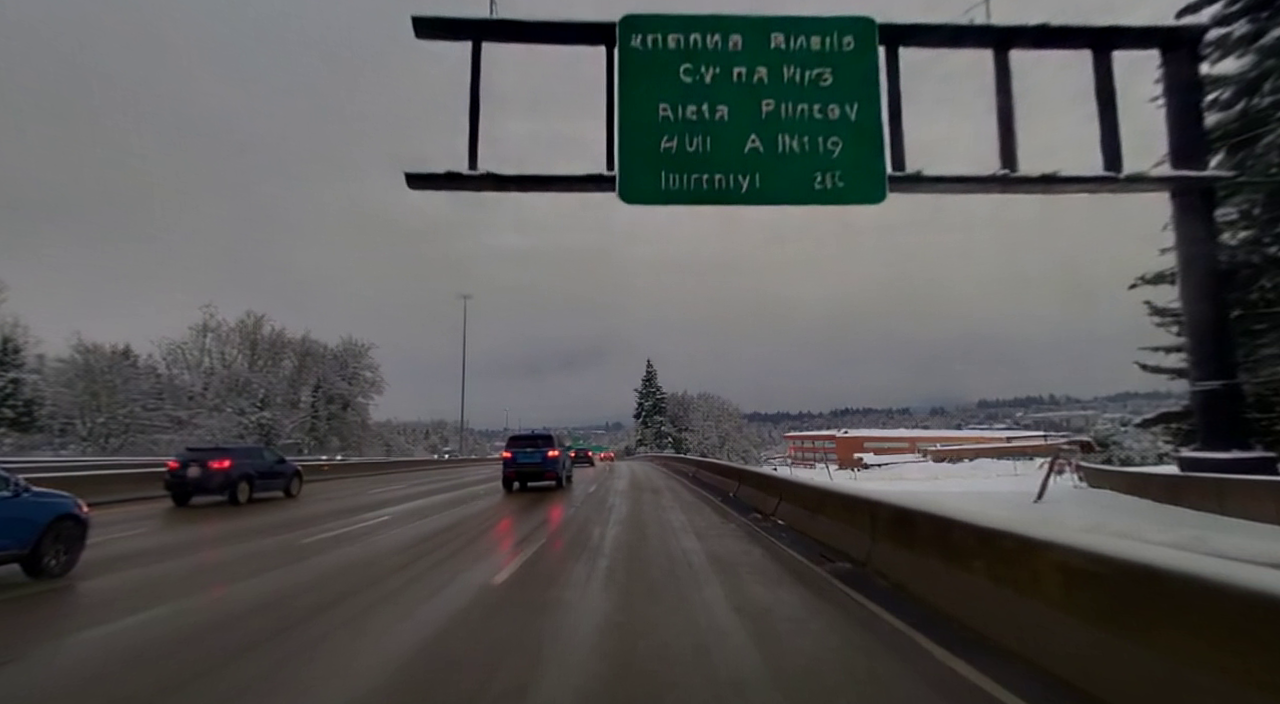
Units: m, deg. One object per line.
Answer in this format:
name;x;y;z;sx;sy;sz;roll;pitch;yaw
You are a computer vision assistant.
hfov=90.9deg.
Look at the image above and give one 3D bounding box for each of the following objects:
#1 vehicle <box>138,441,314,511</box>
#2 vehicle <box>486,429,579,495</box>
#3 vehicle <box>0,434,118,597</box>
vehicle;-11.124;3.318;17.440;1.919;1.665;4.394;0;-8;-1
vehicle;-3.540;3.755;22.008;2.301;1.985;5.247;0;-8;0
vehicle;-6.901;1.474;5.477;1.796;1.509;3.393;0;-8;0
